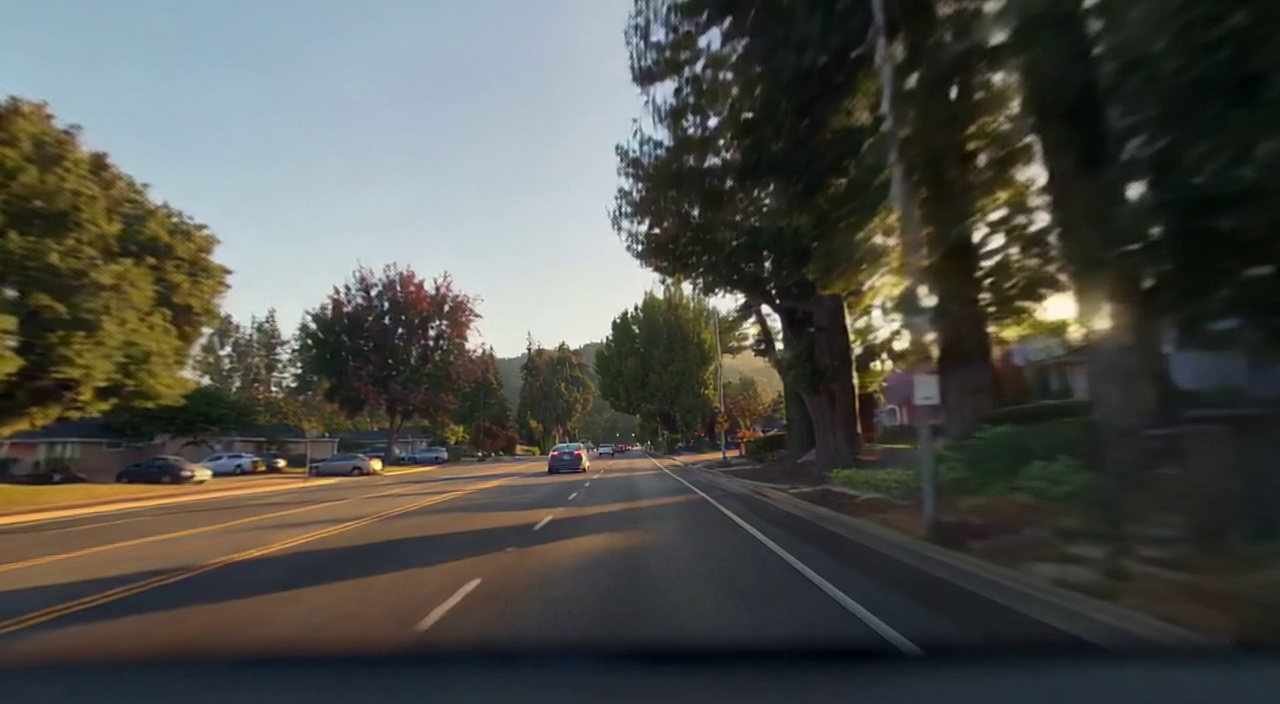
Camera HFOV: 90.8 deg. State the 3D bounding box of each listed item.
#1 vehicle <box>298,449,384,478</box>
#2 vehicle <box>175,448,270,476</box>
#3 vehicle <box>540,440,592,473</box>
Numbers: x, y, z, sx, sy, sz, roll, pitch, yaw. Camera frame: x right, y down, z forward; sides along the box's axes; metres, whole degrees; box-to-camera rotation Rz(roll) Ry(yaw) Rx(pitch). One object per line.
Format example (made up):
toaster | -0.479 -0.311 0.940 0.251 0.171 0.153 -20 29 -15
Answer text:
vehicle | -19.901 7.416 42.176 4.802 1.511 1.866 -3 -7 -5
vehicle | -27.923 7.385 42.376 4.945 1.781 2.046 -1 -8 2
vehicle | -3.488 5.027 30.573 2.030 1.467 4.251 0 -8 -1
